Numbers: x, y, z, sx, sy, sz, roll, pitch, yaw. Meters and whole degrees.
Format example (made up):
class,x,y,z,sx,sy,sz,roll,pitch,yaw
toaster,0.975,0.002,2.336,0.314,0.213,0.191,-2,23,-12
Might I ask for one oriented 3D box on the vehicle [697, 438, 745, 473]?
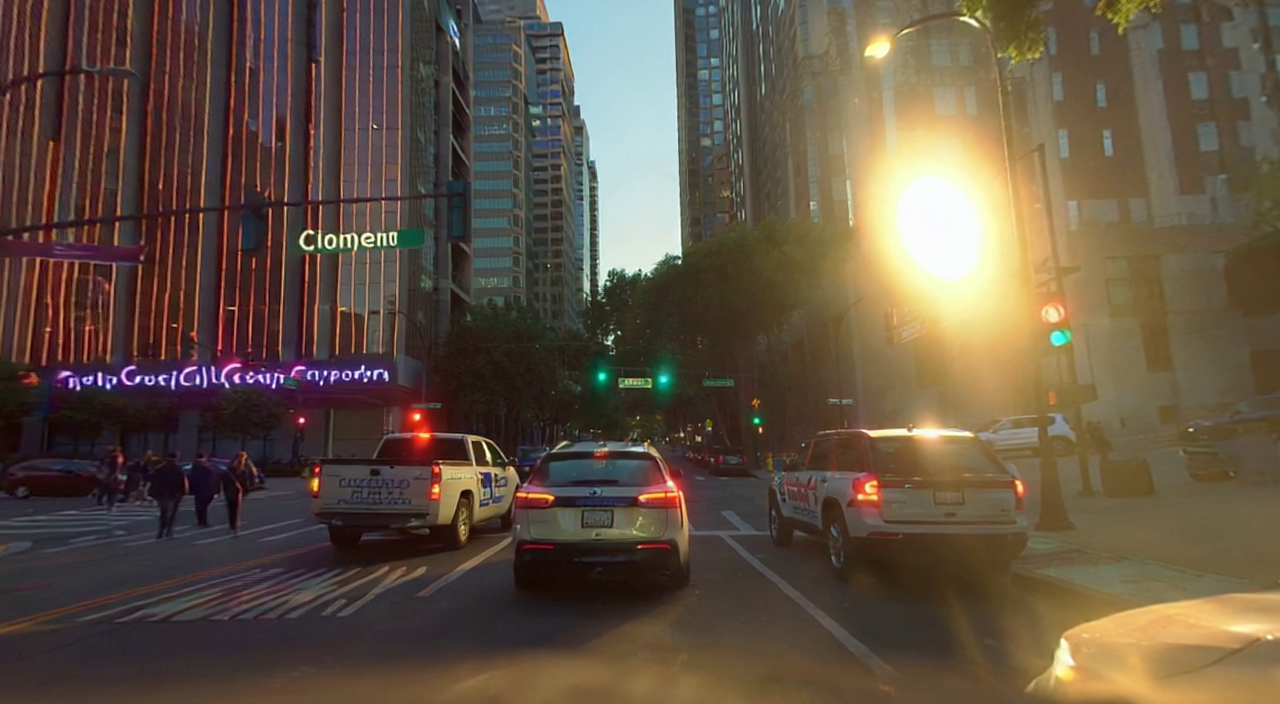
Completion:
class,x,y,z,sx,sy,sz,roll,pitch,yaw
vehicle,5.669,7.333,45.048,2.420,2.300,5.313,0,-8,-3

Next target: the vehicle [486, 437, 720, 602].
class,x,y,z,sx,sy,sz,roll,pitch,yaw
vehicle,-0.361,1.812,7.804,2.092,1.454,4.132,0,-8,-1

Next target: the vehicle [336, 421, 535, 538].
class,x,y,z,sx,sy,sz,roll,pitch,yaw
vehicle,-3.685,2.412,12.700,2.190,1.840,5.272,0,-8,0

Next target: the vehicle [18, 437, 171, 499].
class,x,y,z,sx,sy,sz,roll,pitch,yaw
vehicle,-30.862,6.530,35.953,5.896,3.276,2.809,1,-8,1

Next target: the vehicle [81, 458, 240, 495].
class,x,y,z,sx,sy,sz,roll,pitch,yaw
vehicle,-20.177,5.238,26.748,5.153,1.449,1.966,0,-8,1

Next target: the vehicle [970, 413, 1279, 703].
class,x,y,z,sx,sy,sz,roll,pitch,yaw
vehicle,2.754,0.810,1.124,1.902,1.454,4.540,0,-8,0

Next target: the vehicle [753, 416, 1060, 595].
class,x,y,z,sx,sy,sz,roll,pitch,yaw
vehicle,3.043,1.852,8.630,2.072,1.735,4.759,0,-8,0
